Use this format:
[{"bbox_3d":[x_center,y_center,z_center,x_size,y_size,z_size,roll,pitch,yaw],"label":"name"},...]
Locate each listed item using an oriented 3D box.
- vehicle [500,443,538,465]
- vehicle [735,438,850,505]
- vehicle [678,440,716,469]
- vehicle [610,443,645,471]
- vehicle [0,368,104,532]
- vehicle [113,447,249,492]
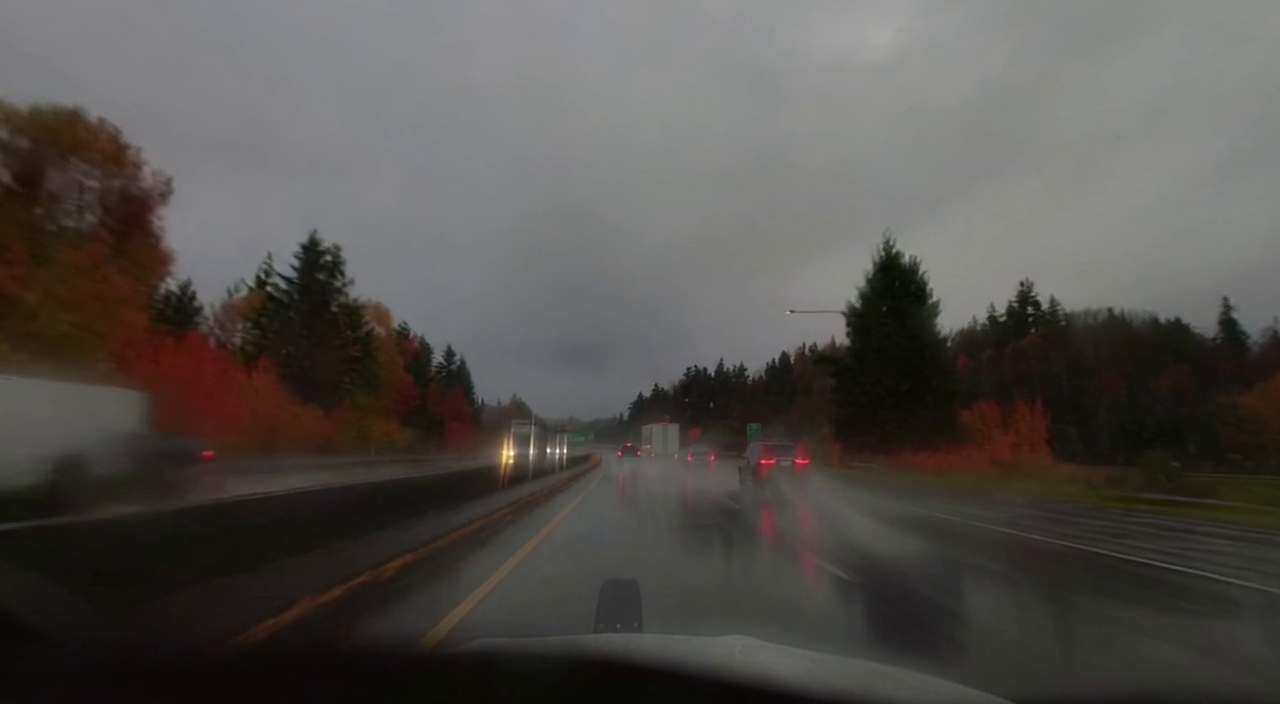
[{"bbox_3d":[-8.852,7.499,46.312,1.918,1.511,4.549,0,-9,0],"label":"vehicle"},{"bbox_3d":[3.810,3.057,16.423,1.968,1.513,3.911,0,-9,0],"label":"vehicle"},{"bbox_3d":[3.652,6.687,40.941,1.982,1.745,4.151,0,-9,-1],"label":"vehicle"},{"bbox_3d":[-0.828,6.757,40.647,2.151,1.693,4.201,0,-9,-1],"label":"vehicle"},{"bbox_3d":[-8.759,0.987,6.212,2.244,1.935,5.210,0,-9,0],"label":"vehicle"},{"bbox_3d":[-13.205,3.367,18.265,1.642,1.108,3.052,-2,-8,0],"label":"vehicle"}]
